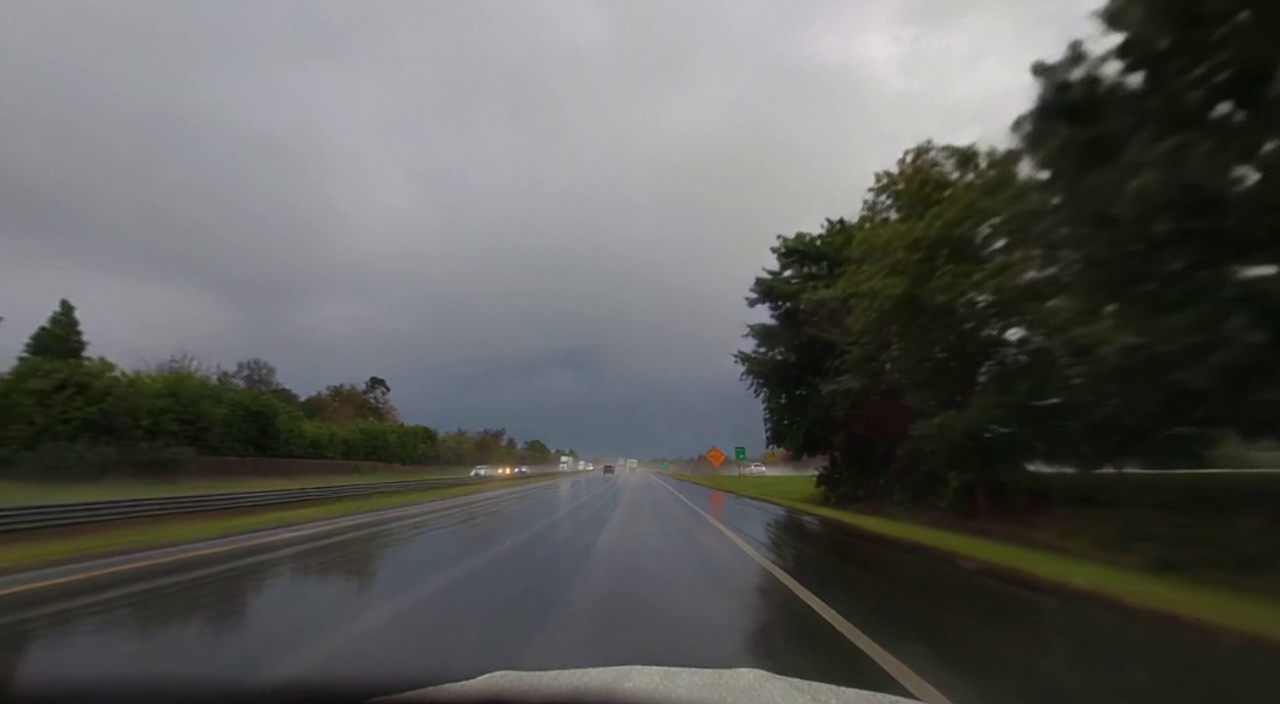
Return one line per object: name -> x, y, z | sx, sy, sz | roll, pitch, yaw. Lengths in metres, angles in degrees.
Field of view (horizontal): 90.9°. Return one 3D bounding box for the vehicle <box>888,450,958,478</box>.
vehicle -> 16.489, 6.588, 36.944 | 1.973, 1.540, 3.978 | 2, -10, -4
